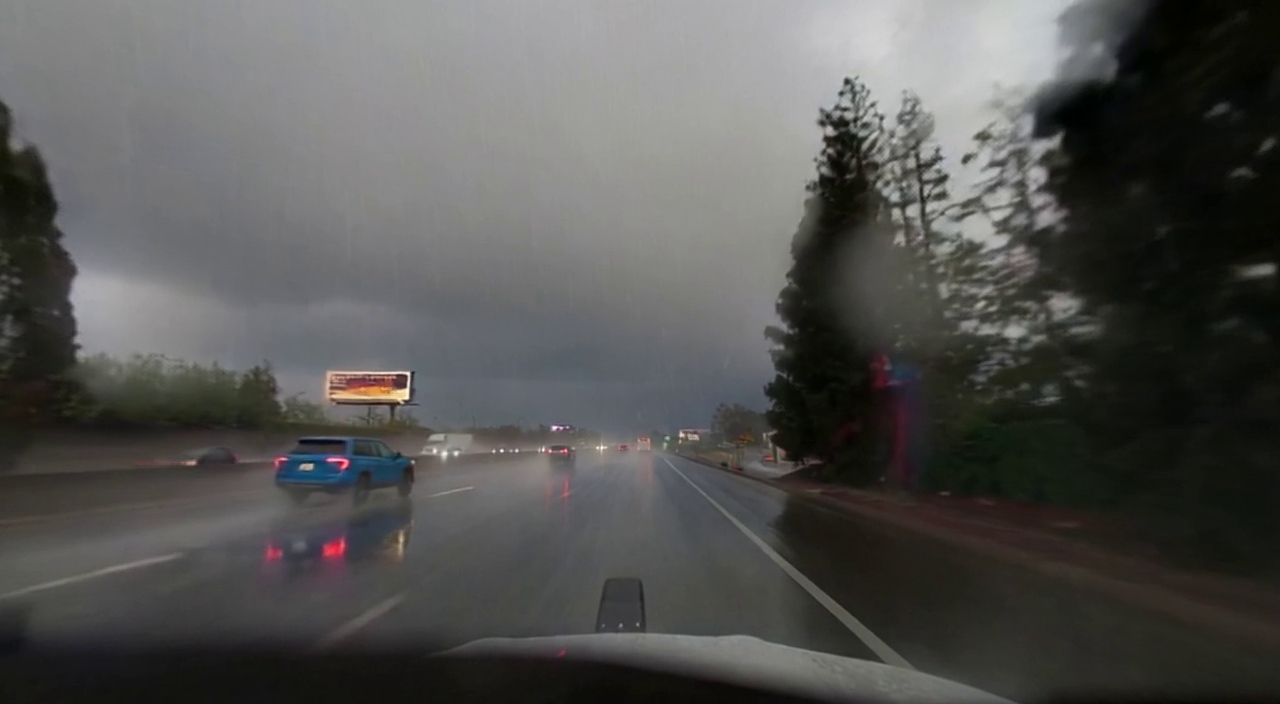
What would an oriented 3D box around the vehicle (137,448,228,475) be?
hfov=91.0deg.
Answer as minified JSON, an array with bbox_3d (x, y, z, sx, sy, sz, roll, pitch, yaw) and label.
[{"bbox_3d":[-28.942,6.898,40.037,1.917,1.559,4.984,0,-9,2],"label":"vehicle"}]

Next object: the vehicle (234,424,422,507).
[{"bbox_3d":[-7.261,2.709,15.416,2.055,1.683,4.804,0,-9,1],"label":"vehicle"}]

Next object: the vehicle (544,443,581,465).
[{"bbox_3d":[-5.880,7.776,48.120,2.008,1.520,4.731,0,-9,3],"label":"vehicle"}]
